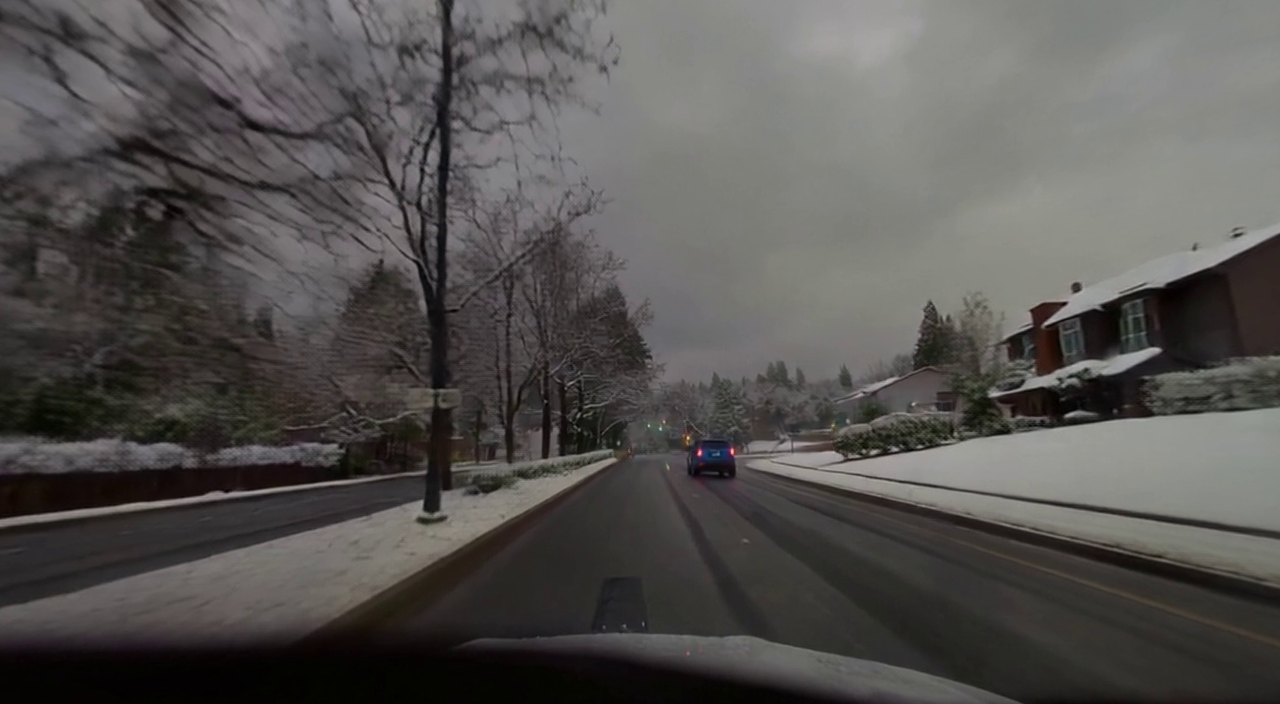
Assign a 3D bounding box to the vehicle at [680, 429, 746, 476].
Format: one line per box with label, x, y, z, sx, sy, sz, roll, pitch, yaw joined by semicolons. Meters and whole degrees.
vehicle;2.967;4.227;26.646;2.180;1.773;4.639;0;-8;0
